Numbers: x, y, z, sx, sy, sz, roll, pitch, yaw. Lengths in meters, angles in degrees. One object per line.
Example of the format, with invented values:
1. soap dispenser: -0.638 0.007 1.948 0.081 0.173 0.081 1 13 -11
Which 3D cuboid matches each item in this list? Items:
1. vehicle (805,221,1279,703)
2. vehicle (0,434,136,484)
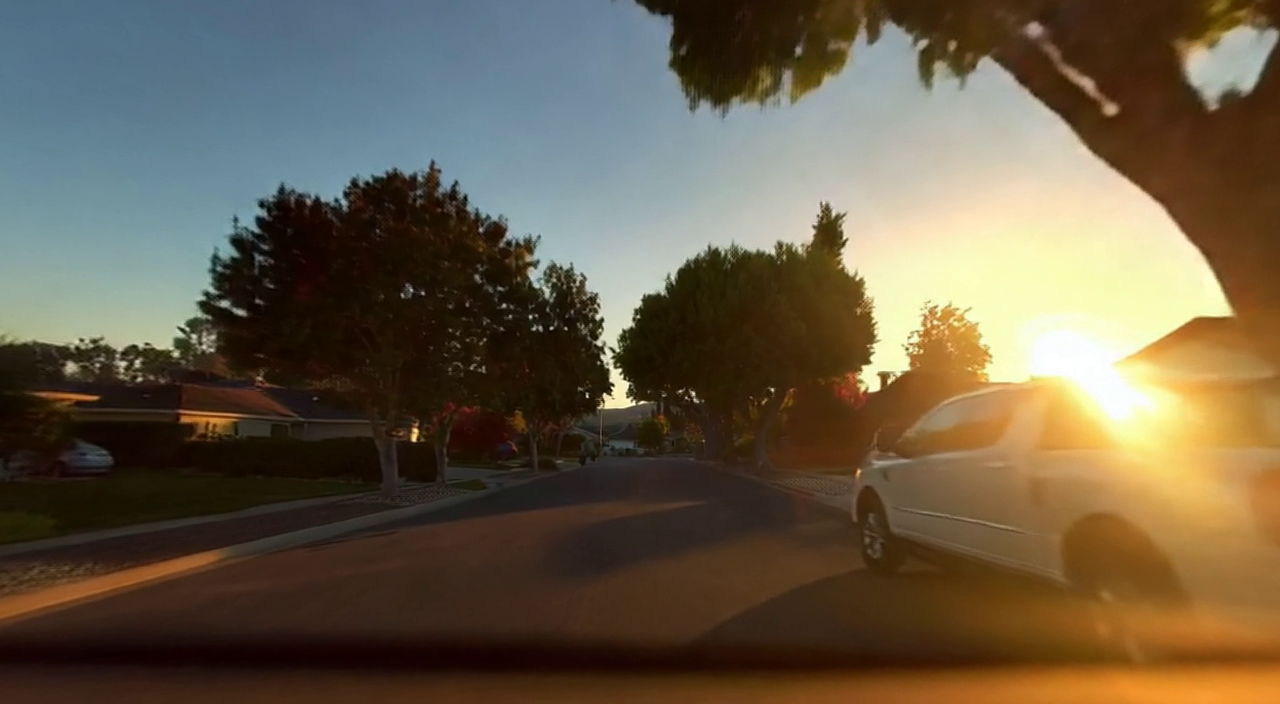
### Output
1. vehicle: 3.704 1.085 5.107 2.789 2.206 7.420 -1 -9 1
2. vehicle: -19.422 3.516 20.945 4.337 1.496 1.868 -2 -9 15
